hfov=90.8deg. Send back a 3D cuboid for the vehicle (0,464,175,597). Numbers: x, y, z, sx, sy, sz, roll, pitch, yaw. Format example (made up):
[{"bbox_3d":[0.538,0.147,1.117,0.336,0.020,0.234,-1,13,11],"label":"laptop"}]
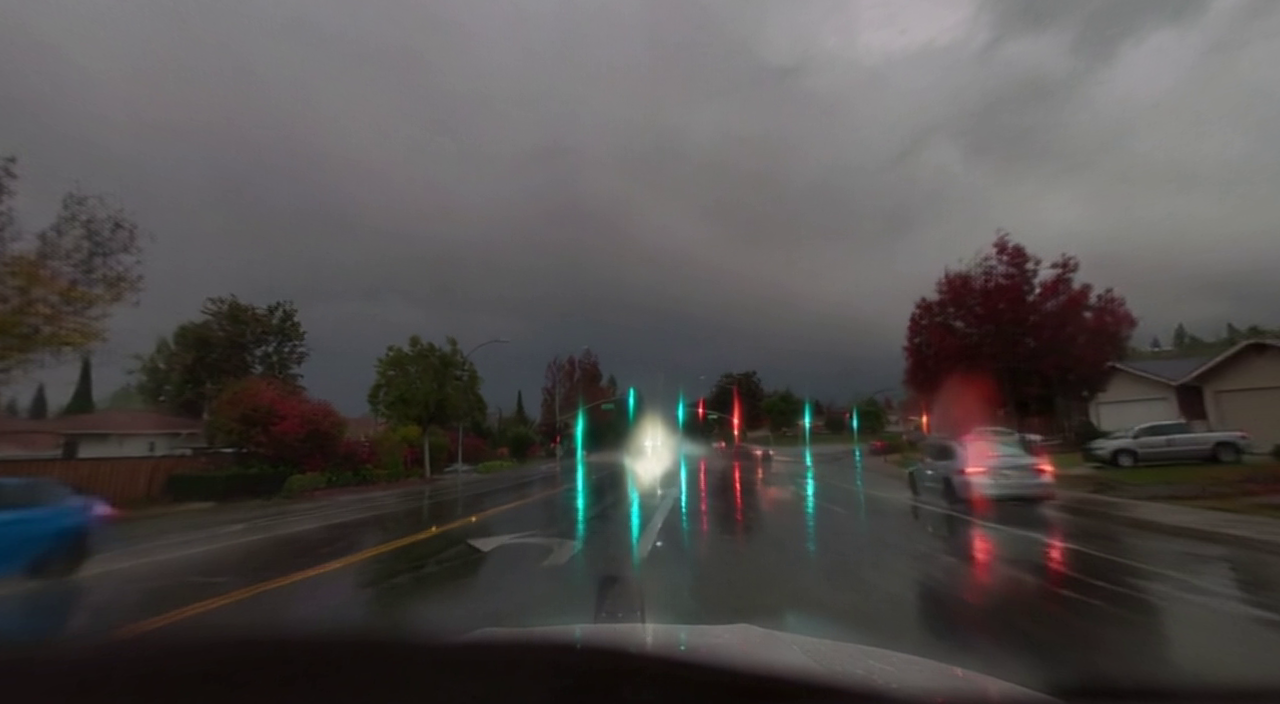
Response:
[{"bbox_3d":[-8.670,2.136,7.425,2.067,1.491,4.807,-2,-9,16],"label":"vehicle"}]

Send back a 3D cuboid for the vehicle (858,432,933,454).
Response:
[{"bbox_3d":[18.896,6.751,46.875,4.702,1.595,1.986,-1,-9,5],"label":"vehicle"}]

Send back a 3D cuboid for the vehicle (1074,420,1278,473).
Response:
[{"bbox_3d":[15.904,2.838,18.988,4.164,1.470,1.921,-1,-9,7],"label":"vehicle"}]

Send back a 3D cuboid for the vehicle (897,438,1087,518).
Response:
[{"bbox_3d":[7.412,2.664,13.922,1.917,1.440,4.335,0,-9,4],"label":"vehicle"}]
